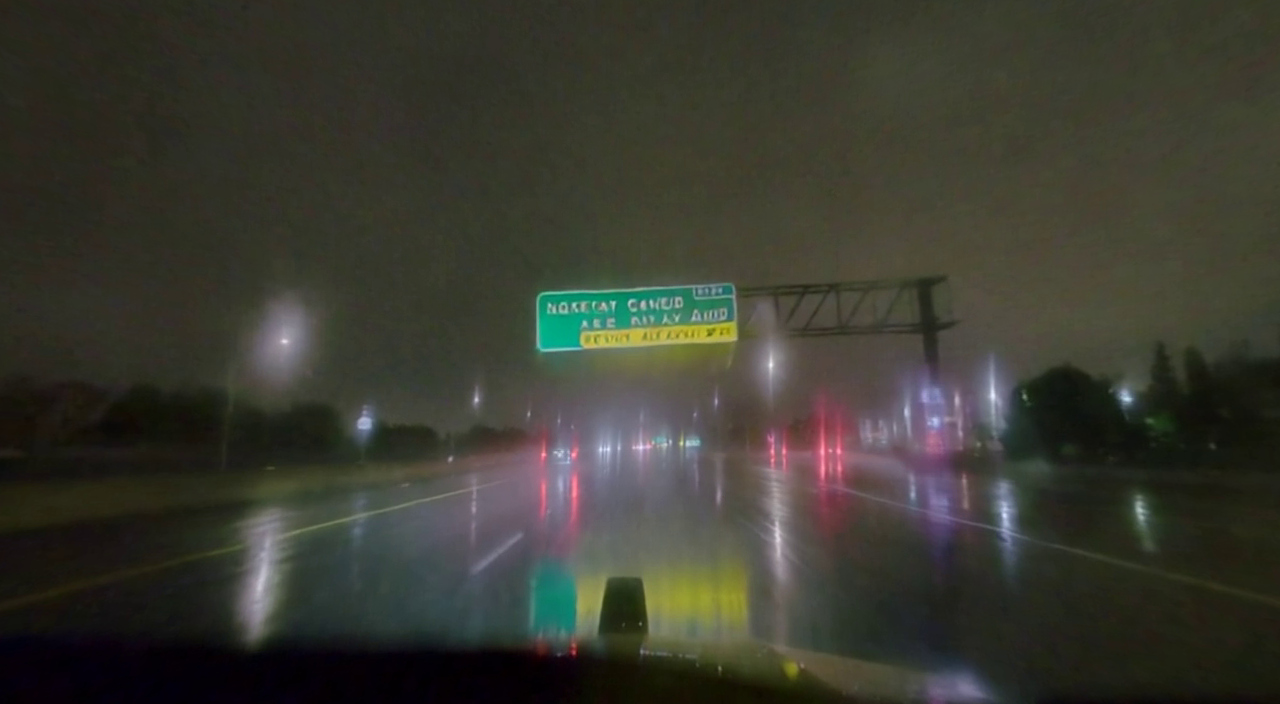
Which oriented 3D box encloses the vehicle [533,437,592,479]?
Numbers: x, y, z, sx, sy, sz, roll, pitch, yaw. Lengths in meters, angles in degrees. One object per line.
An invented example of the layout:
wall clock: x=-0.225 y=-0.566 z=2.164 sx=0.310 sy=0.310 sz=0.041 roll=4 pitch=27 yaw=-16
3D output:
vehicle: x=-3.414 y=4.777 z=28.641 sx=2.072 sy=1.706 sz=4.359 roll=0 pitch=-8 yaw=1
